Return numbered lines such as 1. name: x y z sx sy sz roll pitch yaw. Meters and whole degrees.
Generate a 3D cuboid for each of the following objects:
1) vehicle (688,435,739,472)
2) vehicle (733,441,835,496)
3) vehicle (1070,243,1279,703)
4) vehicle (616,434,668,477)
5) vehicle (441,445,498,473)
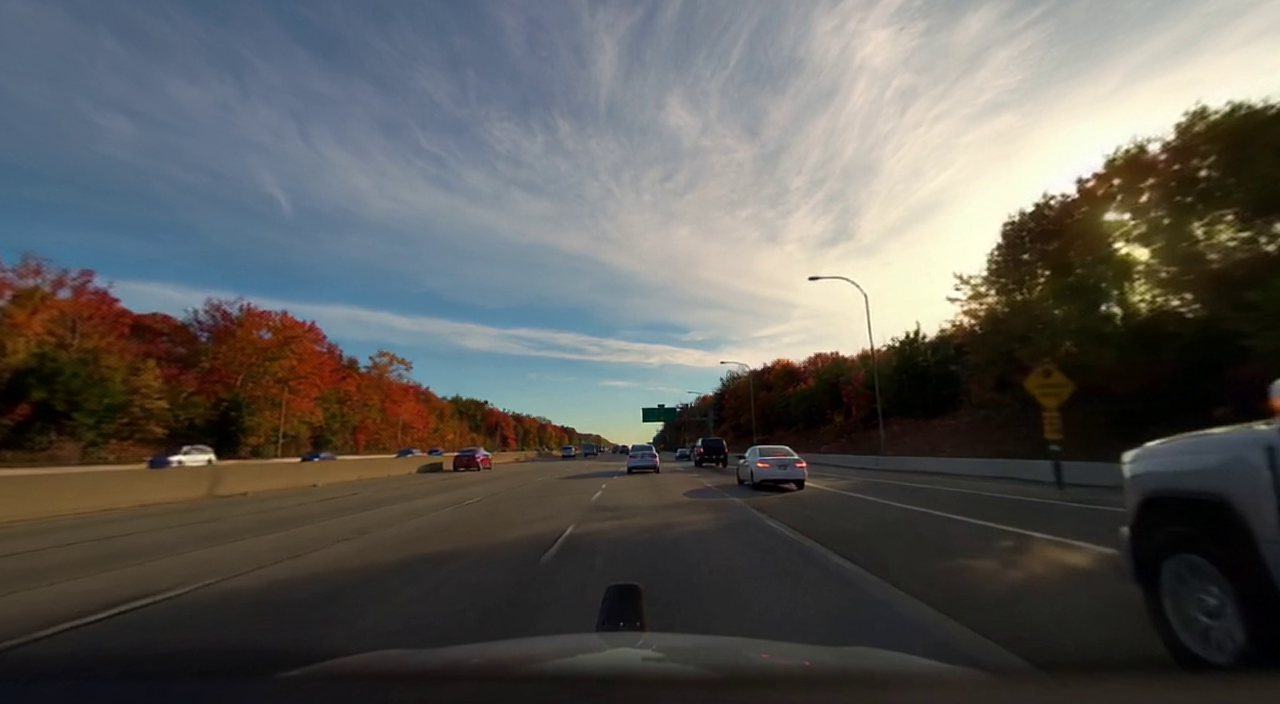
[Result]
1. vehicle: 4.339 6.131 38.175 2.388 1.998 5.749 0 -9 0
2. vehicle: 4.338 3.599 19.842 2.057 1.508 4.767 0 -9 0
3. vehicle: 3.862 0.296 0.478 2.521 2.101 6.467 0 -9 0
4. vehicle: 0.111 5.101 31.251 2.372 1.957 5.121 0 -9 0
5. vehicle: -9.756 6.149 36.348 1.989 1.529 4.433 0 -9 1
